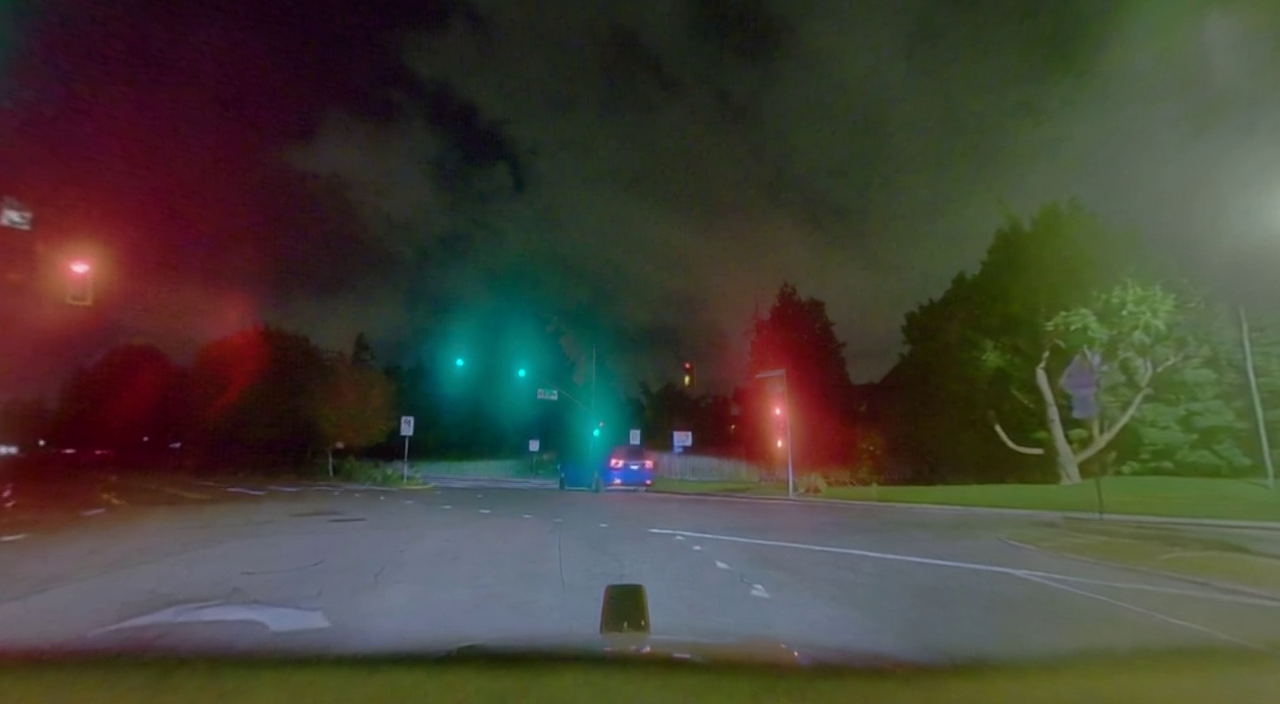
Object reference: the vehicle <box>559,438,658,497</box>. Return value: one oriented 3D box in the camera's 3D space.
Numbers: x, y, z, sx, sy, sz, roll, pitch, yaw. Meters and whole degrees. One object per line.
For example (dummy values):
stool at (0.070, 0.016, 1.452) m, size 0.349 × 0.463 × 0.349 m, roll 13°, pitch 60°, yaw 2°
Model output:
vehicle at (-1.258, 3.982, 22.054) m, size 2.284 × 1.788 × 4.871 m, roll 3°, pitch -10°, yaw -17°
